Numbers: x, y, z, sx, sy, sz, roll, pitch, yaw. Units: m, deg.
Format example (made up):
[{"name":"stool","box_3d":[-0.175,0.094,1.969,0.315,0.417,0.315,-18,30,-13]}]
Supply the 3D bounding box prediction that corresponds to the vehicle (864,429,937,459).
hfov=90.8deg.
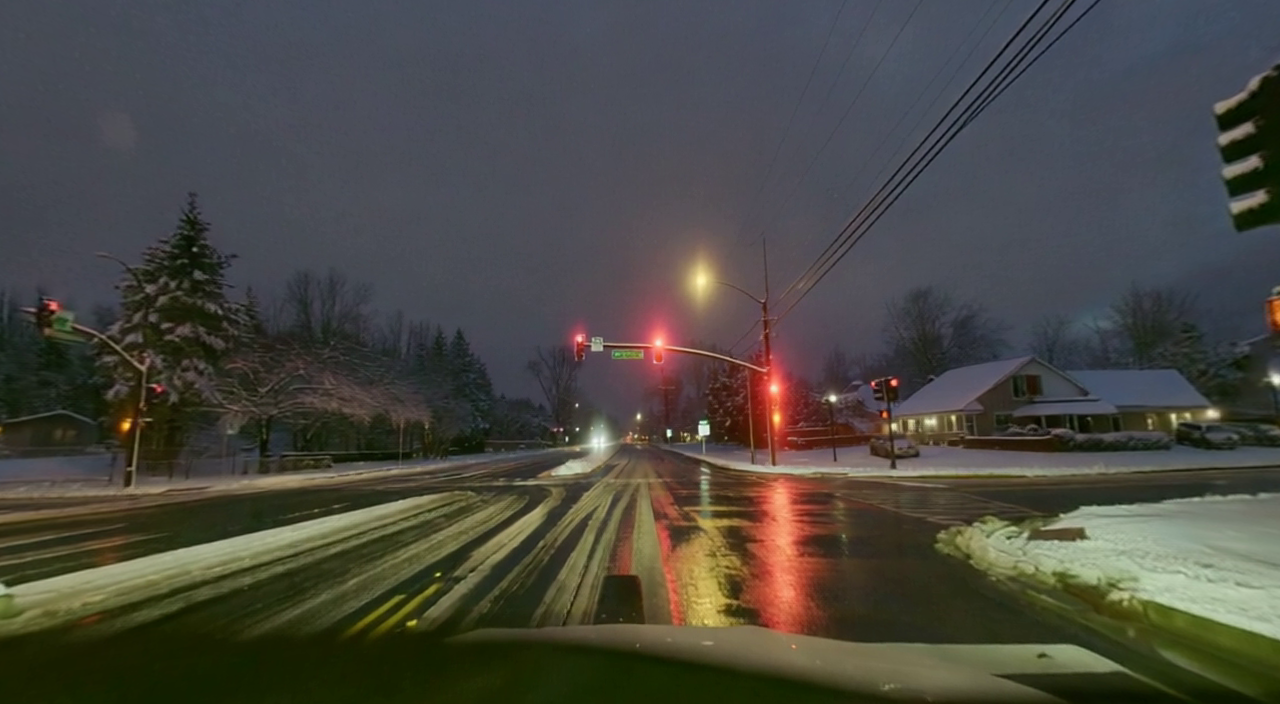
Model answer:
[{"name":"vehicle","box_3d":[14.959,5.335,36.573,1.959,1.471,4.570,-4,-8,-5]}]

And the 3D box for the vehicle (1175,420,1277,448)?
[{"name":"vehicle","box_3d":[34.096,4.818,36.939,1.832,1.521,4.266,0,-9,0]}]
